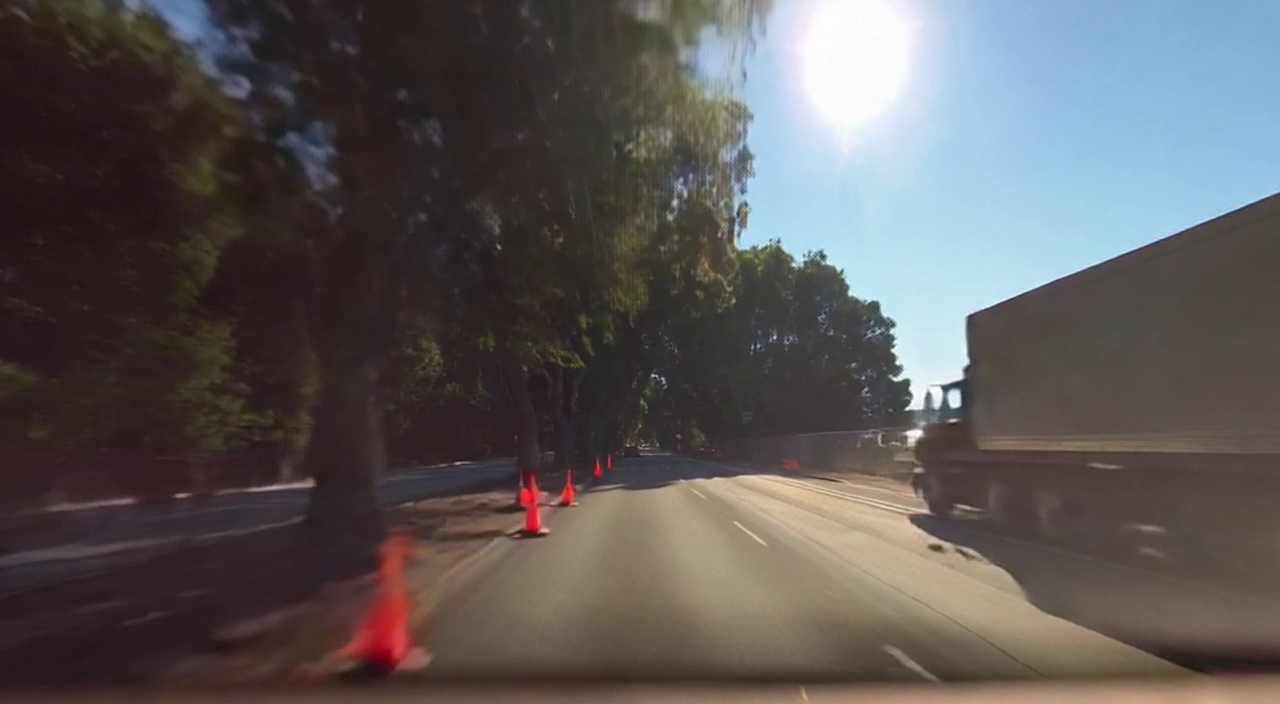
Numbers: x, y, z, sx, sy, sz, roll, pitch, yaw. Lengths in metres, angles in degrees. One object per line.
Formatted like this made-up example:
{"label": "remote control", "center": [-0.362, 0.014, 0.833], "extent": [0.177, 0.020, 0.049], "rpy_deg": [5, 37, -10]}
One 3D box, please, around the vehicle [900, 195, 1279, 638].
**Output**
{"label": "vehicle", "center": [6.323, 0.717, 6.436], "extent": [2.664, 3.418, 11.107], "rpy_deg": [0, -8, 0]}
